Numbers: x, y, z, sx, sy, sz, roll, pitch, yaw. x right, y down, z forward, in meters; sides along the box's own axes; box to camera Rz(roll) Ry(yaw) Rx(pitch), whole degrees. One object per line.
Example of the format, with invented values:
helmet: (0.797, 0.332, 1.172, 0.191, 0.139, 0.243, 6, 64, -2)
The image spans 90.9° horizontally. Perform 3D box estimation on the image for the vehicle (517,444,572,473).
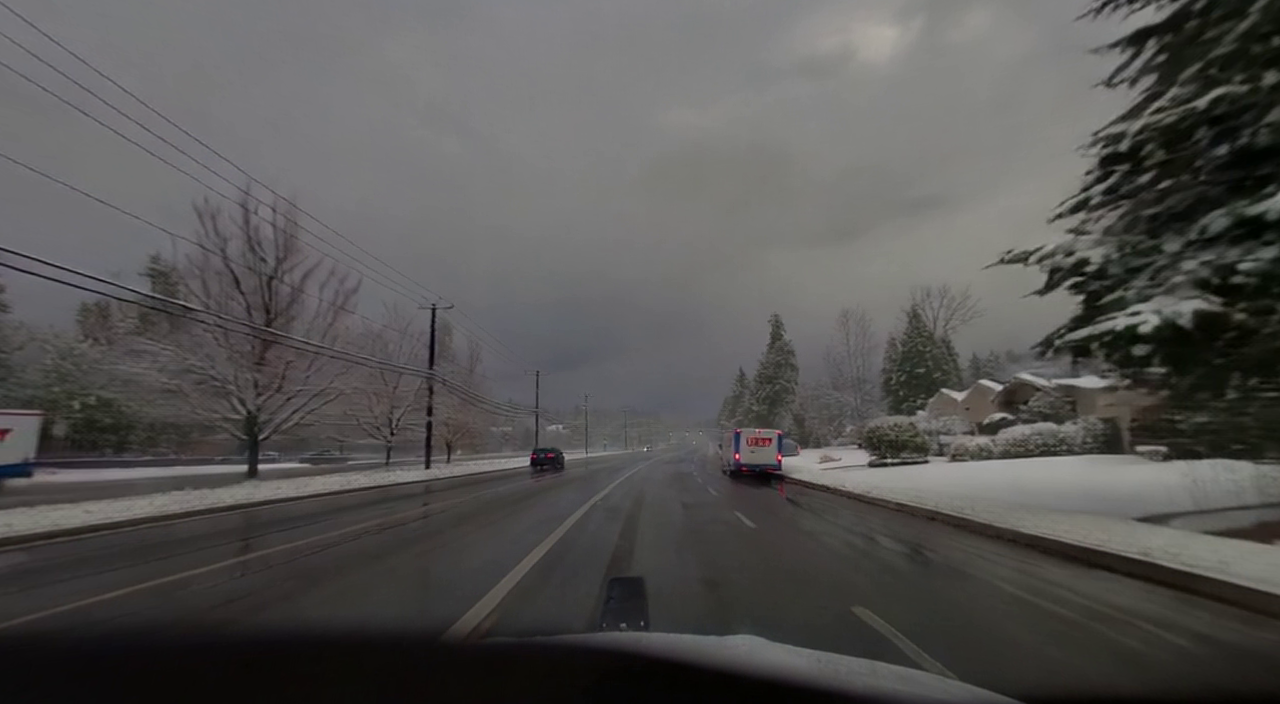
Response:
vehicle: (-5.192, 5.826, 34.914, 2.060, 1.473, 4.645, 0, -8, 3)

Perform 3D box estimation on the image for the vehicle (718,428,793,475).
vehicle: (5.418, 4.811, 30.694, 2.695, 2.013, 6.661, 0, -8, 2)

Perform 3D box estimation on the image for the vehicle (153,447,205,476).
vehicle: (-29.865, 7.030, 40.778, 2.118, 1.670, 4.487, 7, -11, -41)

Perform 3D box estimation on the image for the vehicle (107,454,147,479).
vehicle: (-37.517, 8.315, 46.010, 1.989, 1.587, 4.182, 8, -10, -40)
